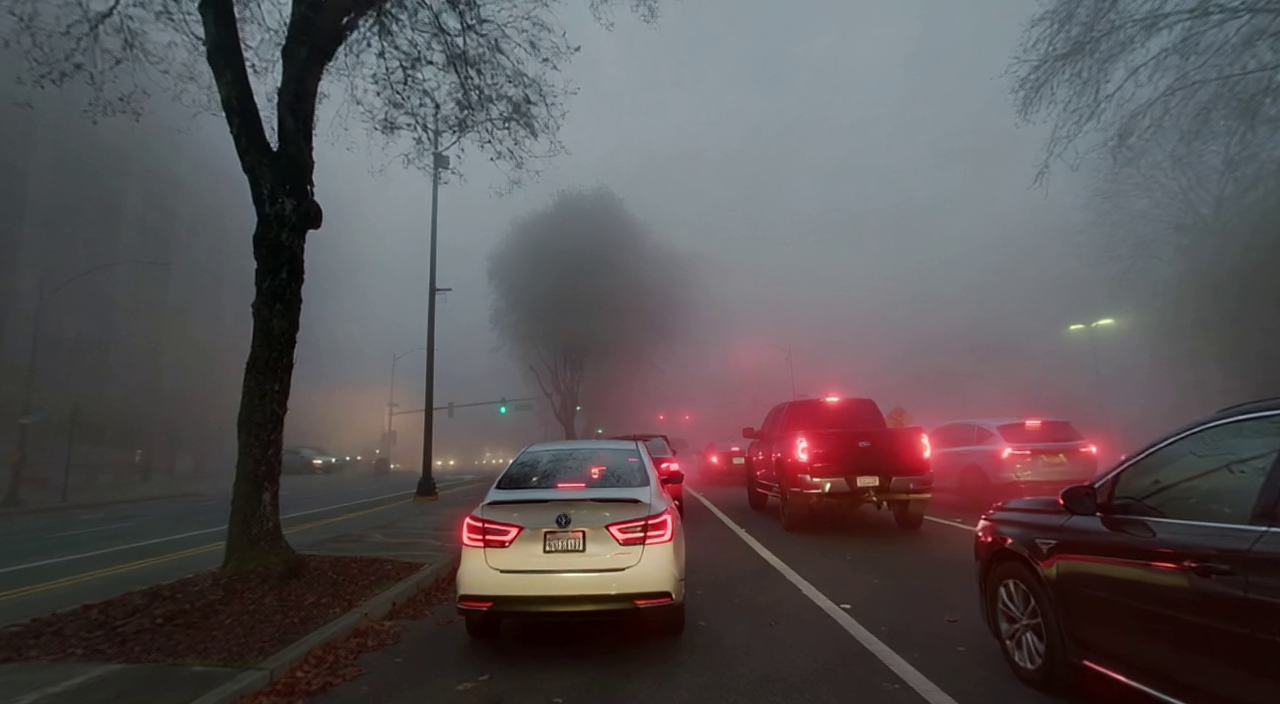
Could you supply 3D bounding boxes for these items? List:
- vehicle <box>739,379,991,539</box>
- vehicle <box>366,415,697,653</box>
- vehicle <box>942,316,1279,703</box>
[{"bbox_3d":[3.546,1.896,11.627,2.497,2.186,5.890,0,-9,0],"label":"vehicle"},{"bbox_3d":[-0.653,1.508,6.313,2.172,1.536,4.250,0,-9,2],"label":"vehicle"},{"bbox_3d":[3.156,0.747,2.064,2.024,1.723,4.714,0,-9,1],"label":"vehicle"}]
